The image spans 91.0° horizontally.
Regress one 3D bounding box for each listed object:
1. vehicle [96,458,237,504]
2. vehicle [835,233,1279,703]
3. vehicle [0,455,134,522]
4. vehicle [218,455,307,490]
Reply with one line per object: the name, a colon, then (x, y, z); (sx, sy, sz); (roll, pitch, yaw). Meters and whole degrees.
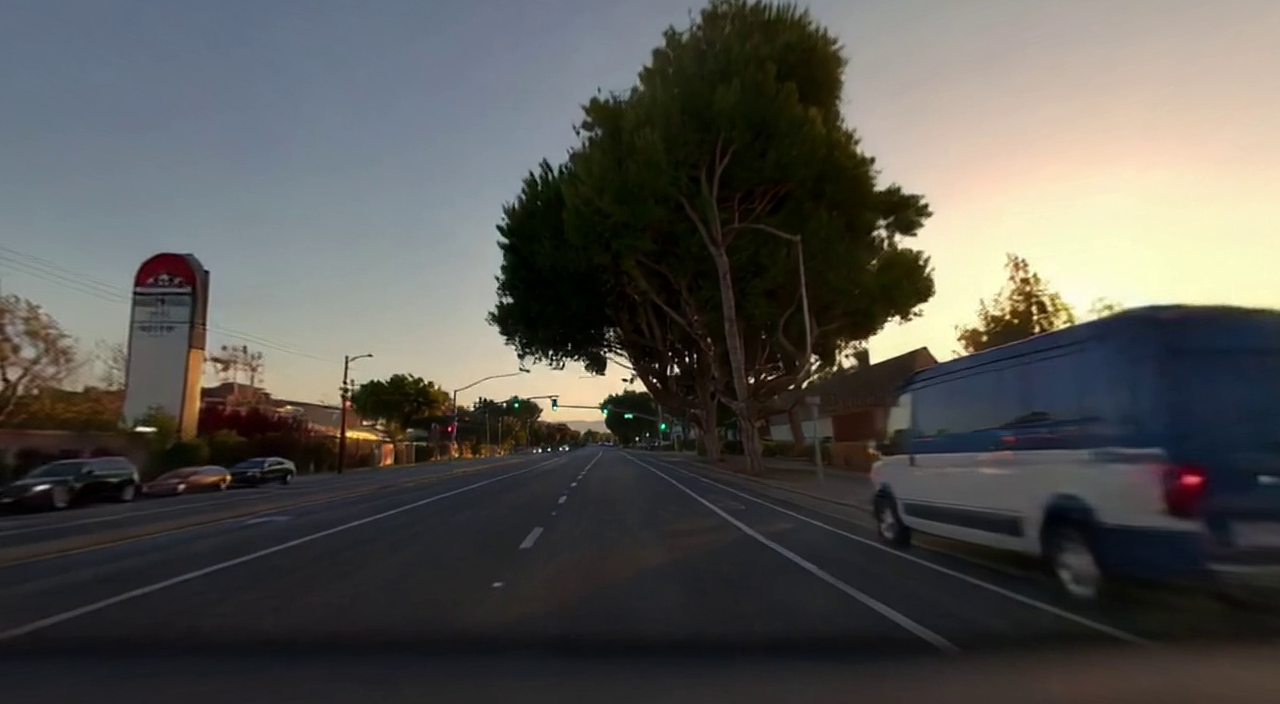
vehicle: (-18.384, 4.995, 24.802); (1.906, 1.509, 4.834); (0, -8, -2)
vehicle: (4.665, 1.047, 6.852); (2.739, 2.866, 6.142); (-1, -7, -3)
vehicle: (-17.967, 3.980, 18.931); (2.021, 1.695, 4.372); (0, -9, -4)
vehicle: (-18.652, 5.934, 31.323); (1.869, 1.541, 4.354); (0, -9, -3)
